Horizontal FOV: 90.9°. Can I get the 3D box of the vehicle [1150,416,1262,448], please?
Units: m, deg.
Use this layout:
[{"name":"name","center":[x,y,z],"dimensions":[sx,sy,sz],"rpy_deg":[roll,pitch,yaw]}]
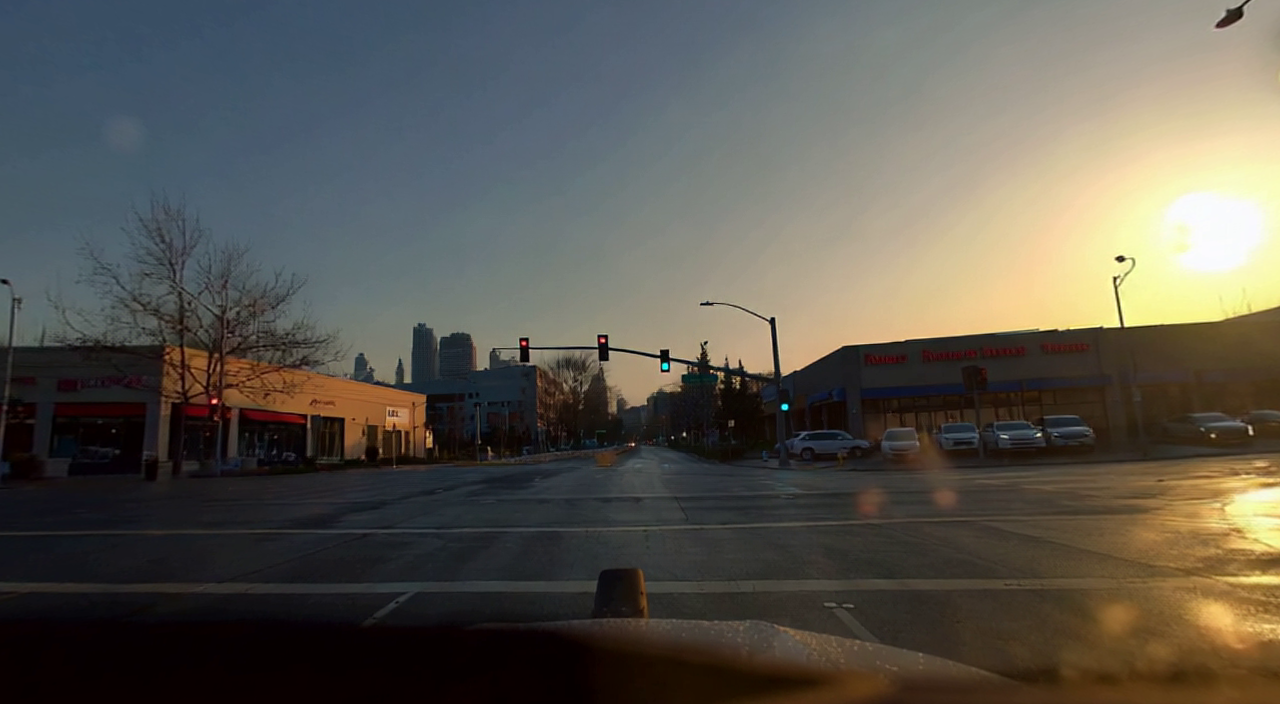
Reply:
[{"name":"vehicle","center":[28.286,4.077,31.721],"dimensions":[1.799,1.459,4.266],"rpy_deg":[0,-8,3]}]
